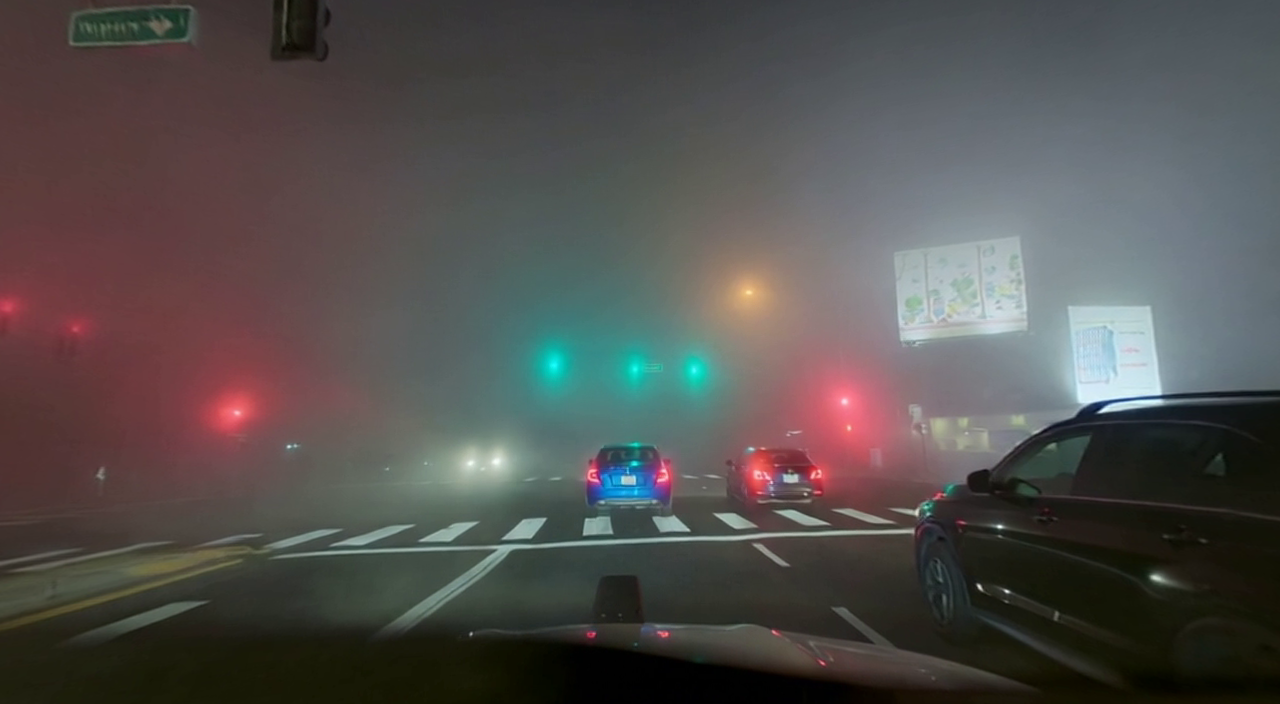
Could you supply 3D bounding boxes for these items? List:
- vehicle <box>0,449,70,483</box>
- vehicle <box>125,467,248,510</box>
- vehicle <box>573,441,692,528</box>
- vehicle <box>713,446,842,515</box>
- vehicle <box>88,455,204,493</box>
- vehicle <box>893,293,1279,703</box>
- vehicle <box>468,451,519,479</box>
[{"bbox_3d":[-35.724,6.416,35.632,2.145,1.797,5.198,-1,-8,2],"label":"vehicle"},{"bbox_3d":[-19.173,5.749,26.987,1.942,1.453,4.448,0,-8,0],"label":"vehicle"},{"bbox_3d":[-0.180,2.617,13.103,2.095,1.502,3.873,0,-8,-1],"label":"vehicle"},{"bbox_3d":[3.133,3.008,15.466,2.009,1.414,4.416,0,-8,-2],"label":"vehicle"},{"bbox_3d":[-27.607,6.806,35.604,2.300,1.932,5.056,0,-9,2],"label":"vehicle"},{"bbox_3d":[2.981,0.812,2.559,2.047,1.785,4.357,0,-8,0],"label":"vehicle"},{"bbox_3d":[-8.632,6.678,37.691,1.879,1.510,4.619,0,-8,1],"label":"vehicle"}]
